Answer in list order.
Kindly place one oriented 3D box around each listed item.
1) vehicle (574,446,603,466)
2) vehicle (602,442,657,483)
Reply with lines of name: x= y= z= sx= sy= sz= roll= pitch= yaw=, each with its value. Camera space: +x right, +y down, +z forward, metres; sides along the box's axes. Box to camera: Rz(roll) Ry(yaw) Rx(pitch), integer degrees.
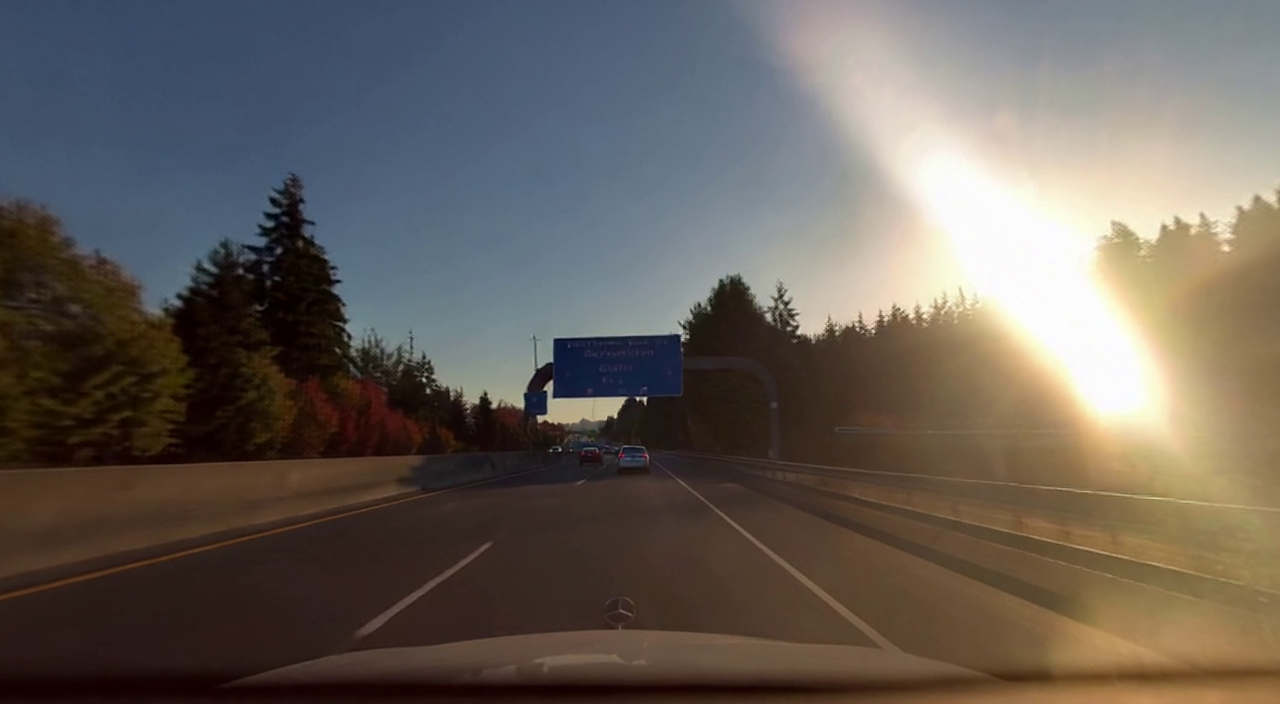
vehicle: x=-3.919 y=7.950 z=48.056 sx=1.994 sy=1.470 sz=3.752 roll=0 pitch=-9 yaw=-1
vehicle: x=-0.414 y=4.432 z=25.377 sx=2.066 sy=1.490 sz=3.759 roll=0 pitch=-9 yaw=-1
